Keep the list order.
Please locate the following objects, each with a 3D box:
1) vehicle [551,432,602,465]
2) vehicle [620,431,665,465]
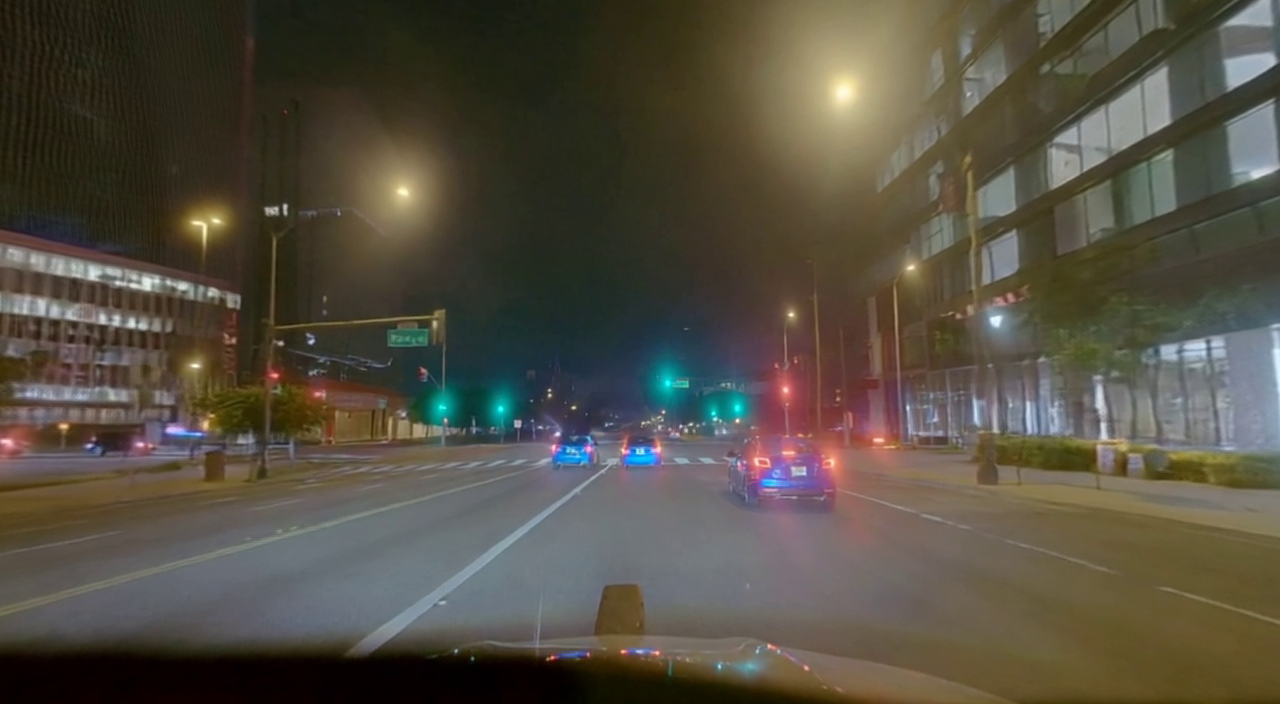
[{"bbox_3d":[-3.066,4.747,31.329,1.995,1.479,4.627,0,-8,1],"label":"vehicle"},{"bbox_3d":[0.128,4.563,30.244,2.016,1.478,3.795,0,-8,0],"label":"vehicle"}]
